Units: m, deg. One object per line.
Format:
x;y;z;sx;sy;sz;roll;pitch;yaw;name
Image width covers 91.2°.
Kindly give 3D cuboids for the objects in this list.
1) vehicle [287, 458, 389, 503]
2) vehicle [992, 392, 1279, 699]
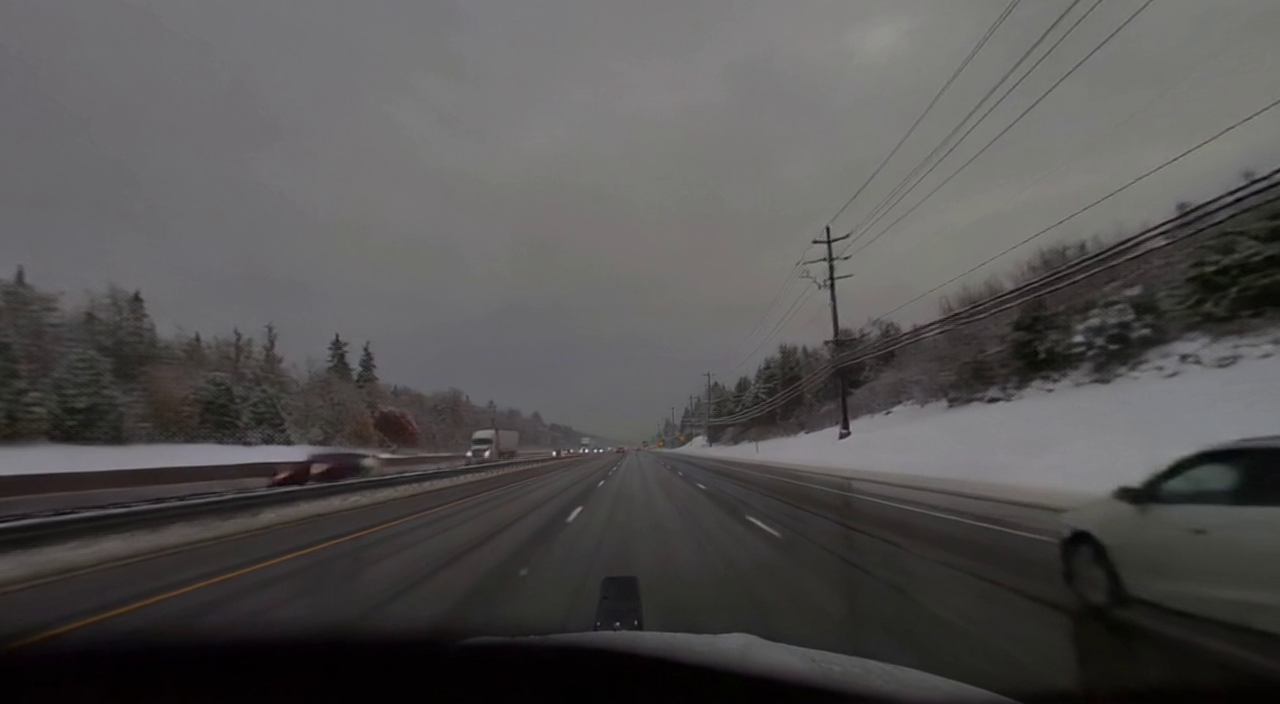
-11.398;4.862;24.002;1.885;1.469;4.099;0;-9;-1;vehicle
4.322;1.065;3.697;2.054;1.565;4.089;0;-9;-1;vehicle
